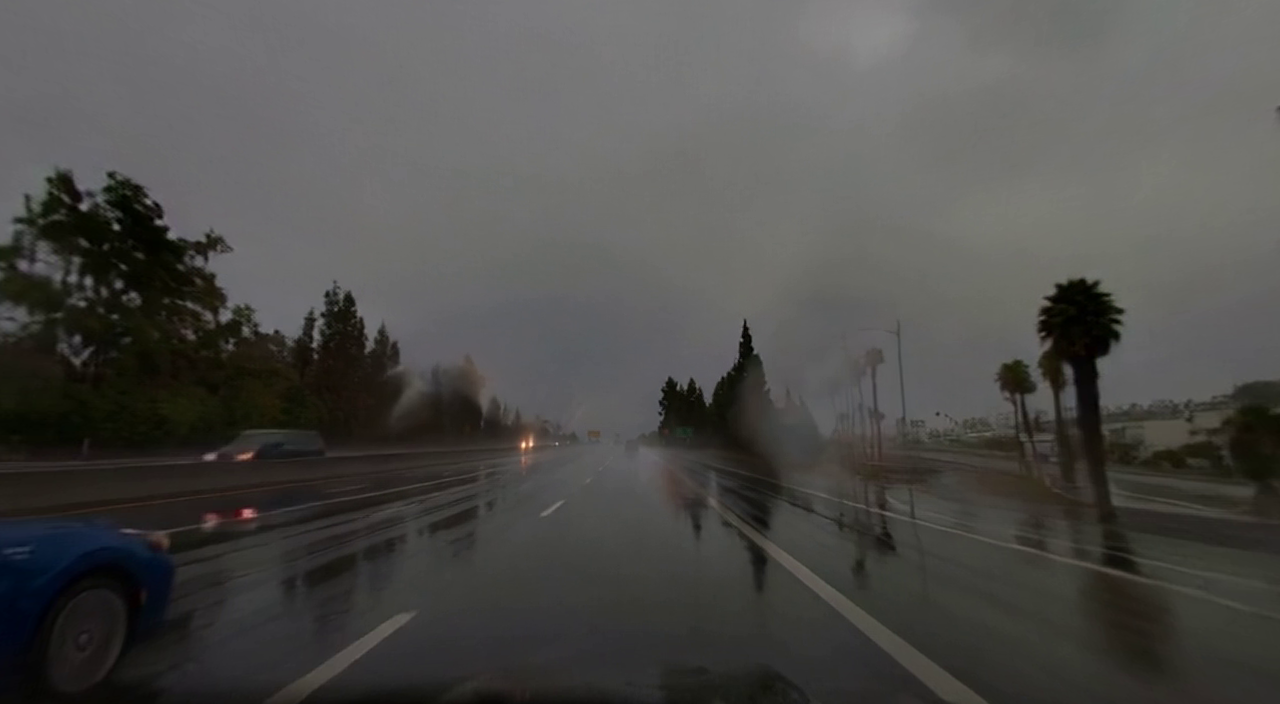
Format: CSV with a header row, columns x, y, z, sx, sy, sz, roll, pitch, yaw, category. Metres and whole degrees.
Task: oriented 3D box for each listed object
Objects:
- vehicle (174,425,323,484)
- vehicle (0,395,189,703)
x,y,z,sx,sy,sz,roll,pitch,yaw,category
-13.617,3.601,22.304,2.231,1.820,4.733,0,-8,0,vehicle
-3.857,0.787,1.422,2.092,1.562,4.748,0,-8,1,vehicle
